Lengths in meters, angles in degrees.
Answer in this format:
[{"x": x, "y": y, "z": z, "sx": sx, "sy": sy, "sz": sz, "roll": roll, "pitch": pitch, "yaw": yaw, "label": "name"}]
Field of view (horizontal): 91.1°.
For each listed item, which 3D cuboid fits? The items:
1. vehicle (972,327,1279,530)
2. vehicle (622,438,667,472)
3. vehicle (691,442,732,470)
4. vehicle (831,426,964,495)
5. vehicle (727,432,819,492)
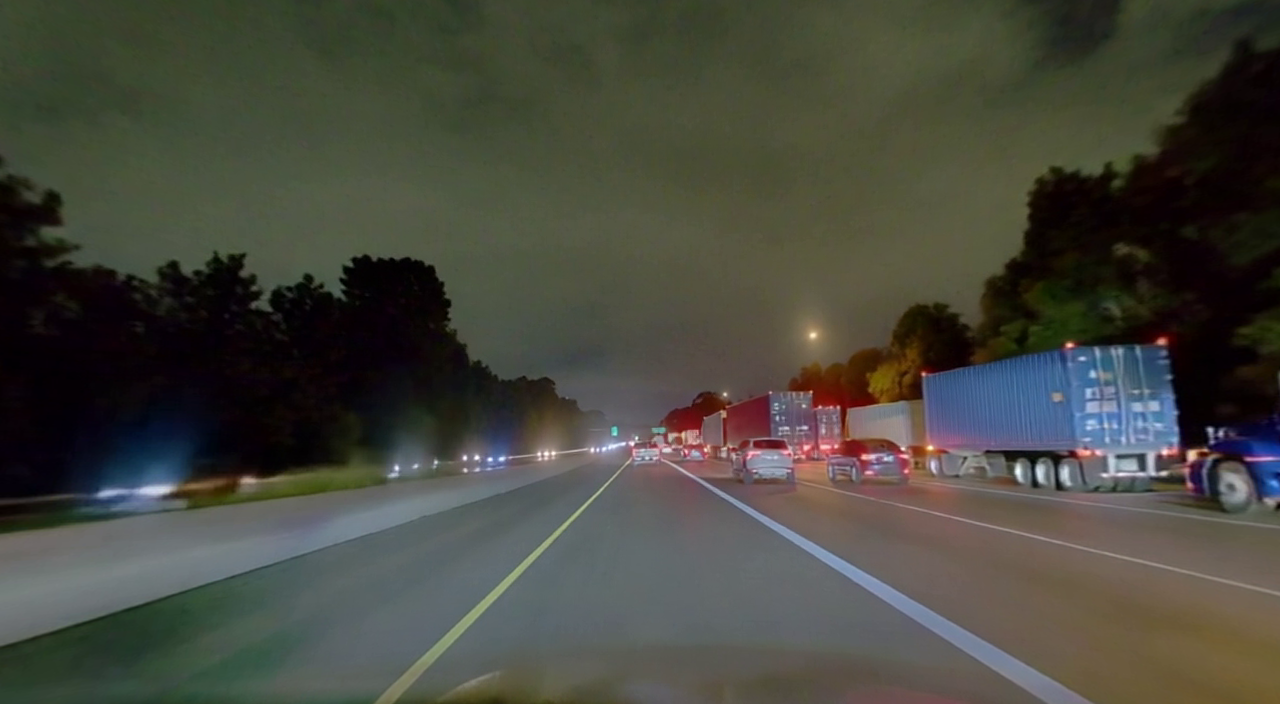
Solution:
[{"x": 11.649, "y": 1.840, "z": 14.260, "sx": 2.786, "sy": 3.226, "sz": 9.750, "roll": 0, "pitch": -8, "yaw": 0, "label": "vehicle"}, {"x": 0.249, "y": 5.711, "z": 35.108, "sx": 2.313, "sy": 1.736, "sz": 4.215, "roll": 0, "pitch": -8, "yaw": 0, "label": "vehicle"}, {"x": 4.158, "y": 6.087, "z": 37.003, "sx": 1.888, "sy": 1.501, "sz": 4.608, "roll": 0, "pitch": -8, "yaw": 0, "label": "vehicle"}, {"x": 7.633, "y": 3.255, "z": 19.196, "sx": 1.985, "sy": 1.835, "sz": 4.681, "roll": 0, "pitch": -8, "yaw": -1, "label": "vehicle"}, {"x": 4.081, "y": 3.423, "z": 19.946, "sx": 1.972, "sy": 1.693, "sz": 4.139, "roll": 0, "pitch": -8, "yaw": -1, "label": "vehicle"}]
